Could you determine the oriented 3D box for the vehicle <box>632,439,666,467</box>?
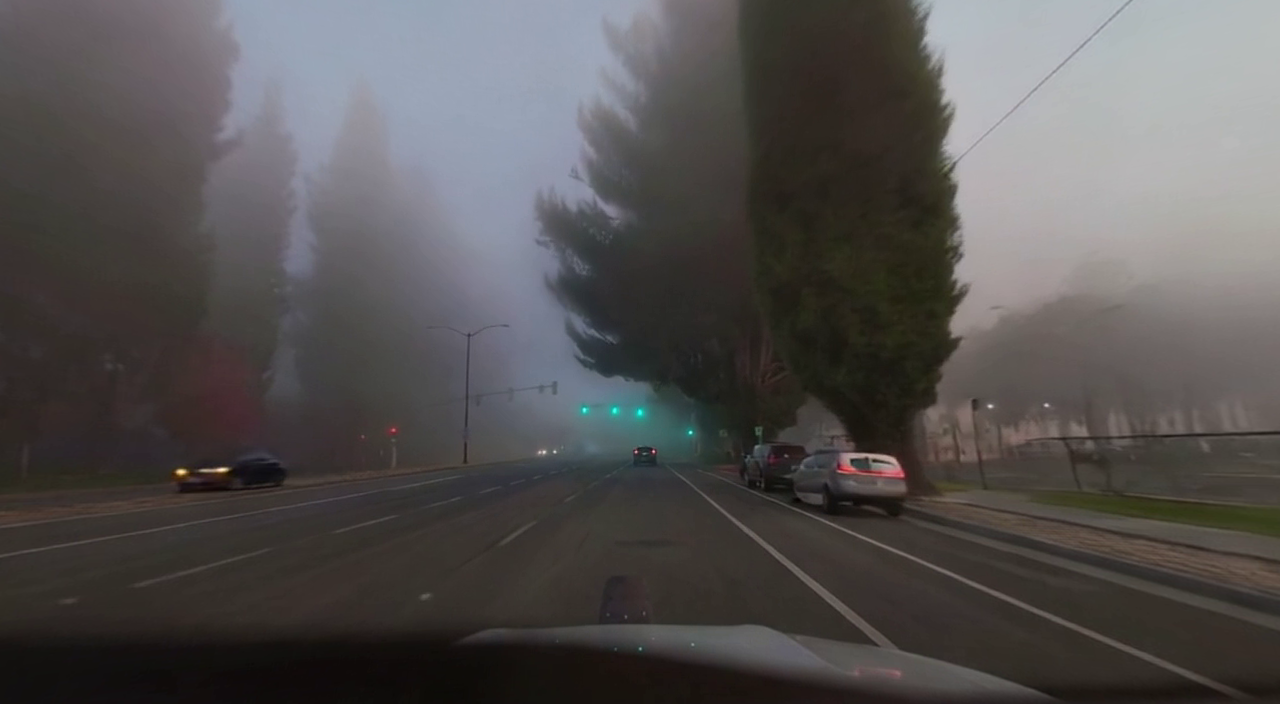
[{"bbox_3d":[0.595,6.808,42.583,2.169,1.751,4.276,0,-8,1],"label":"vehicle"}]

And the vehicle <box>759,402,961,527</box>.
[{"bbox_3d":[4.321,2.371,13.908,2.162,2.080,6.515,0,-8,1],"label":"vehicle"}]

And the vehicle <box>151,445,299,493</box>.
[{"bbox_3d":[-14.278,4.014,22.116,1.960,1.487,4.632,0,-8,1],"label":"vehicle"}]
